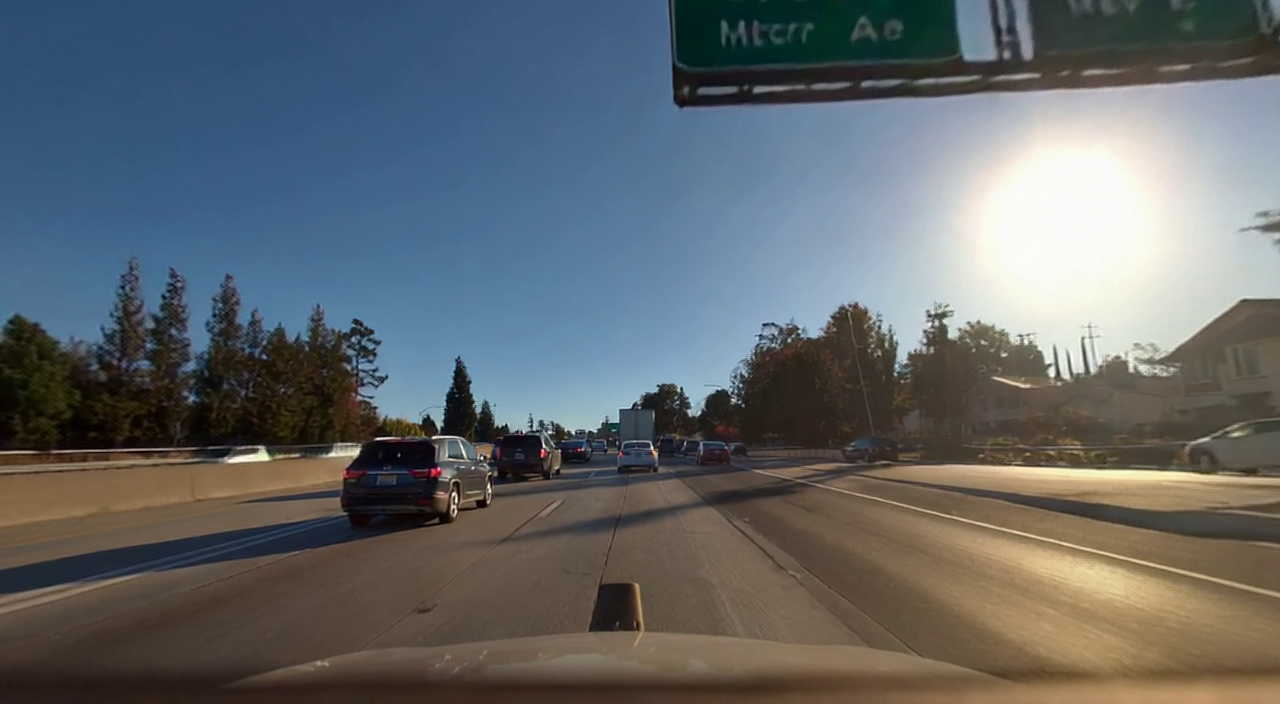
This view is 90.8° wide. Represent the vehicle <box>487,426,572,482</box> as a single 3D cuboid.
[{"bbox_3d":[-4.169,3.994,24.860,2.301,1.944,5.482,0,-9,1],"label":"vehicle"}]

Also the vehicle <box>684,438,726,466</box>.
[{"bbox_3d":[3.846,5.991,38.007,2.027,1.554,4.252,0,-9,-1],"label":"vehicle"}]

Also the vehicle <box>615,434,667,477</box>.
[{"bbox_3d":[0.055,4.436,27.305,2.063,1.703,4.203,0,-9,0],"label":"vehicle"}]

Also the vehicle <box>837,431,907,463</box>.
[{"bbox_3d":[13.085,5.412,35.879,2.048,1.674,4.106,1,-9,-6],"label":"vehicle"}]

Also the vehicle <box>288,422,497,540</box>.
[{"bbox_3d":[-3.989,2.141,11.065,1.988,1.668,4.021,0,-9,0],"label":"vehicle"}]

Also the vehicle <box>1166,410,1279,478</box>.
[{"bbox_3d":[15.112,2.074,14.277,1.905,1.490,4.826,1,-9,-7],"label":"vehicle"}]

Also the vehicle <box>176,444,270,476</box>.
[{"bbox_3d":[-25.125,6.505,38.323,2.231,1.768,4.901,0,-9,3],"label":"vehicle"}]
